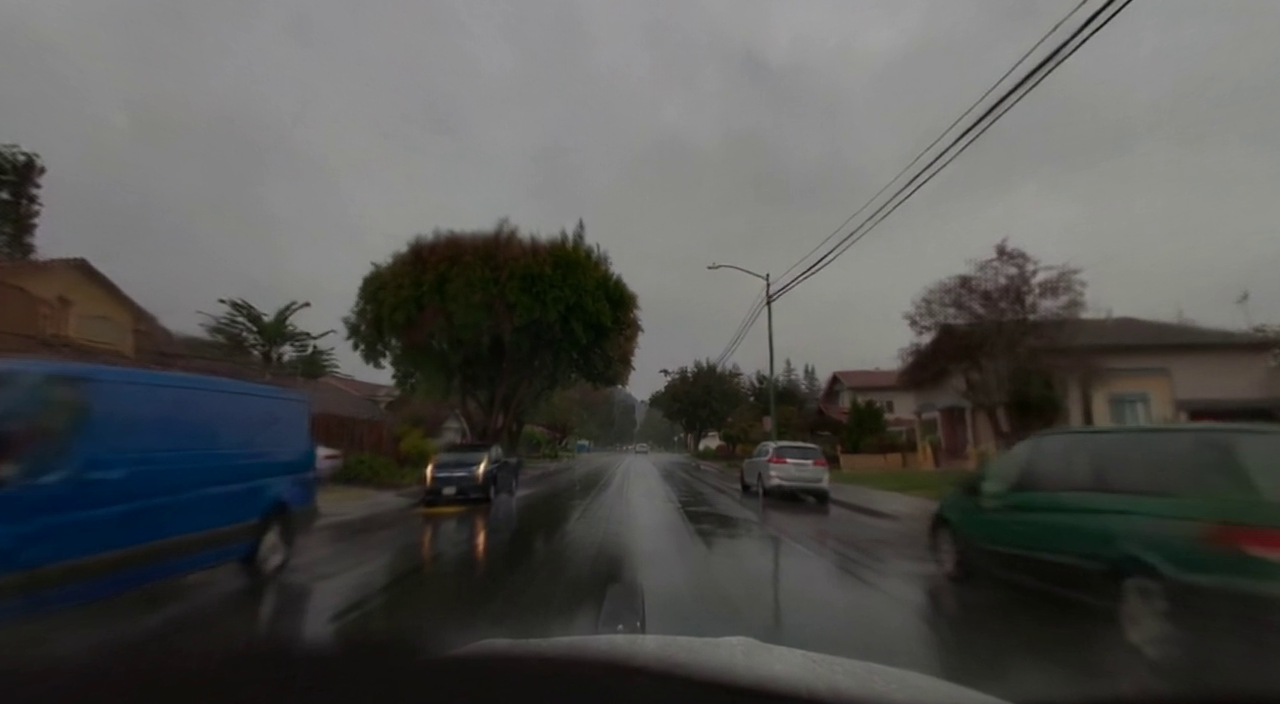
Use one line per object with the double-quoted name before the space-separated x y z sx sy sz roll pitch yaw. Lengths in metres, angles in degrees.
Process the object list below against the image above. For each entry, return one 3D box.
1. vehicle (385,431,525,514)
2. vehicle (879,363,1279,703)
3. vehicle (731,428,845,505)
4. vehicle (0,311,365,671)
"vehicle" -4.353 2.903 15.654 2.157 1.736 4.104 -1 -9 1
"vehicle" 4.124 1.284 5.004 2.152 1.810 5.846 1 -9 0
"vehicle" 3.935 3.140 17.713 2.173 1.806 4.701 1 -9 1
"vehicle" -4.622 1.018 5.316 2.087 1.993 5.635 0 -8 0
